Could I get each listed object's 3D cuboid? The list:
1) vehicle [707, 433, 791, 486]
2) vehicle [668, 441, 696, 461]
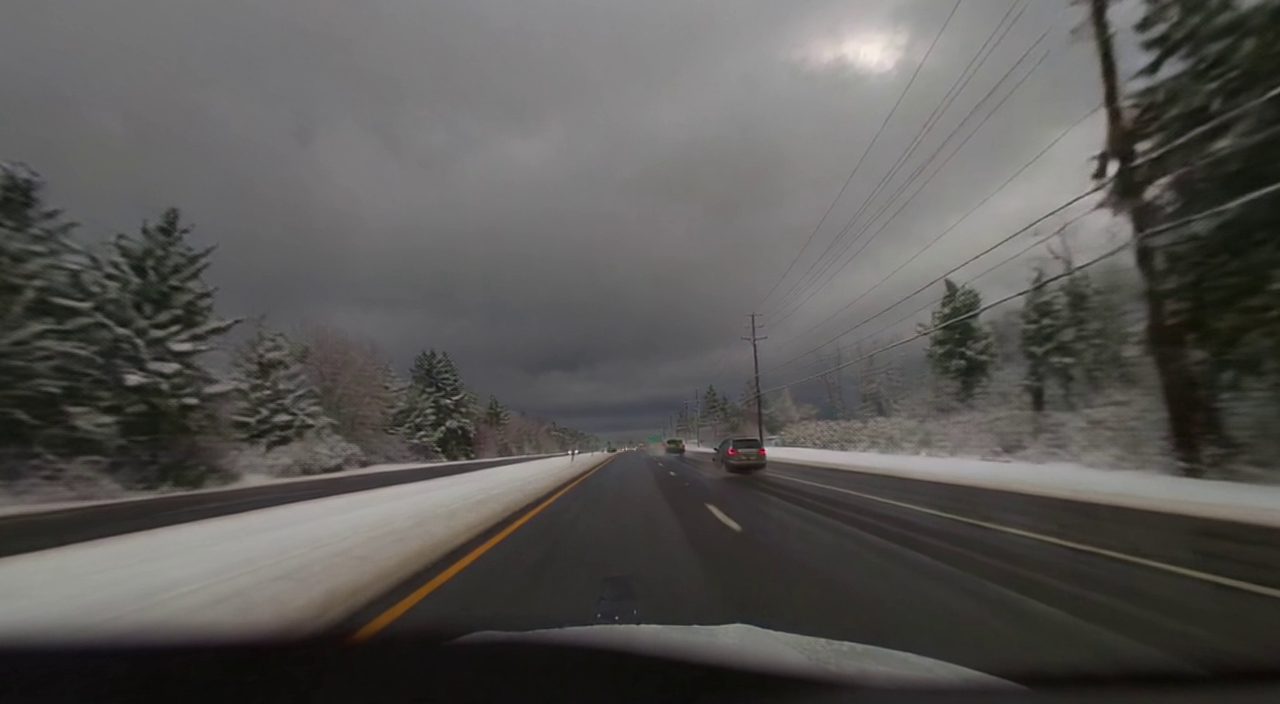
[{"bbox_3d":[3.576,3.597,21.498,1.977,1.581,4.428,0,-8,-1],"label":"vehicle"},{"bbox_3d":[3.257,7.765,49.508,1.868,1.507,3.833,0,-8,-1],"label":"vehicle"}]
